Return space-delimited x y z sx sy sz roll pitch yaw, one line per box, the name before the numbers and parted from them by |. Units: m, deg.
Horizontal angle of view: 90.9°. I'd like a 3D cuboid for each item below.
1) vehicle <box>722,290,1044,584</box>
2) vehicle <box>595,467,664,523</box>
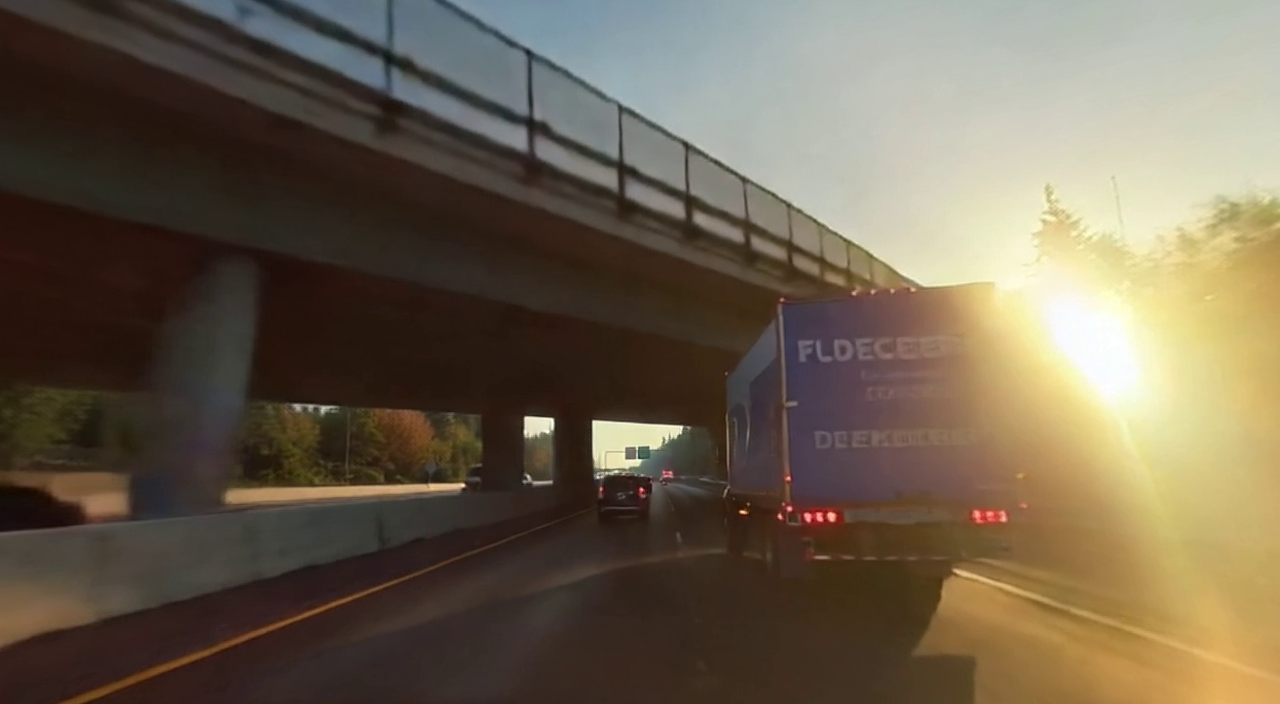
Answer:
vehicle | 3.722 1.897 12.969 2.980 3.834 9.423 0 -10 1
vehicle | -0.230 4.897 22.044 2.124 1.653 4.857 0 -10 2
